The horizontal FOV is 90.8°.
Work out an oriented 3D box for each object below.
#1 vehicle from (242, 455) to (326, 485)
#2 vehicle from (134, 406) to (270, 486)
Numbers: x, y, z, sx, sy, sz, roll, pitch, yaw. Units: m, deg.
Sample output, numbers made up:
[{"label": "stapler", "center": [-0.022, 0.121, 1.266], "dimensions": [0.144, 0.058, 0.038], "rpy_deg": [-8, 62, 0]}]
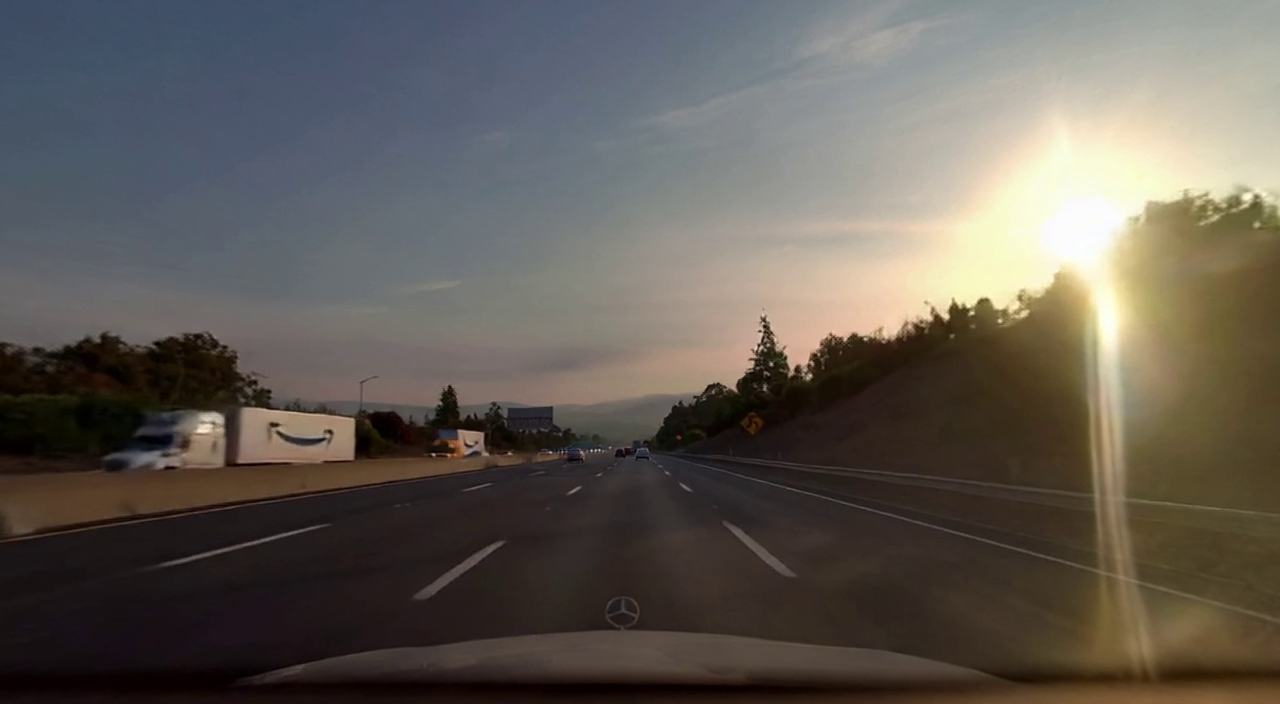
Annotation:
[{"label": "vehicle", "center": [-18.916, 6.264, 33.799], "dimensions": [1.868, 1.422, 4.676], "rpy_deg": [0, -9, -1]}, {"label": "vehicle", "center": [-23.300, 5.075, 34.047], "dimensions": [2.973, 3.895, 5.902], "rpy_deg": [0, -9, -1]}]
